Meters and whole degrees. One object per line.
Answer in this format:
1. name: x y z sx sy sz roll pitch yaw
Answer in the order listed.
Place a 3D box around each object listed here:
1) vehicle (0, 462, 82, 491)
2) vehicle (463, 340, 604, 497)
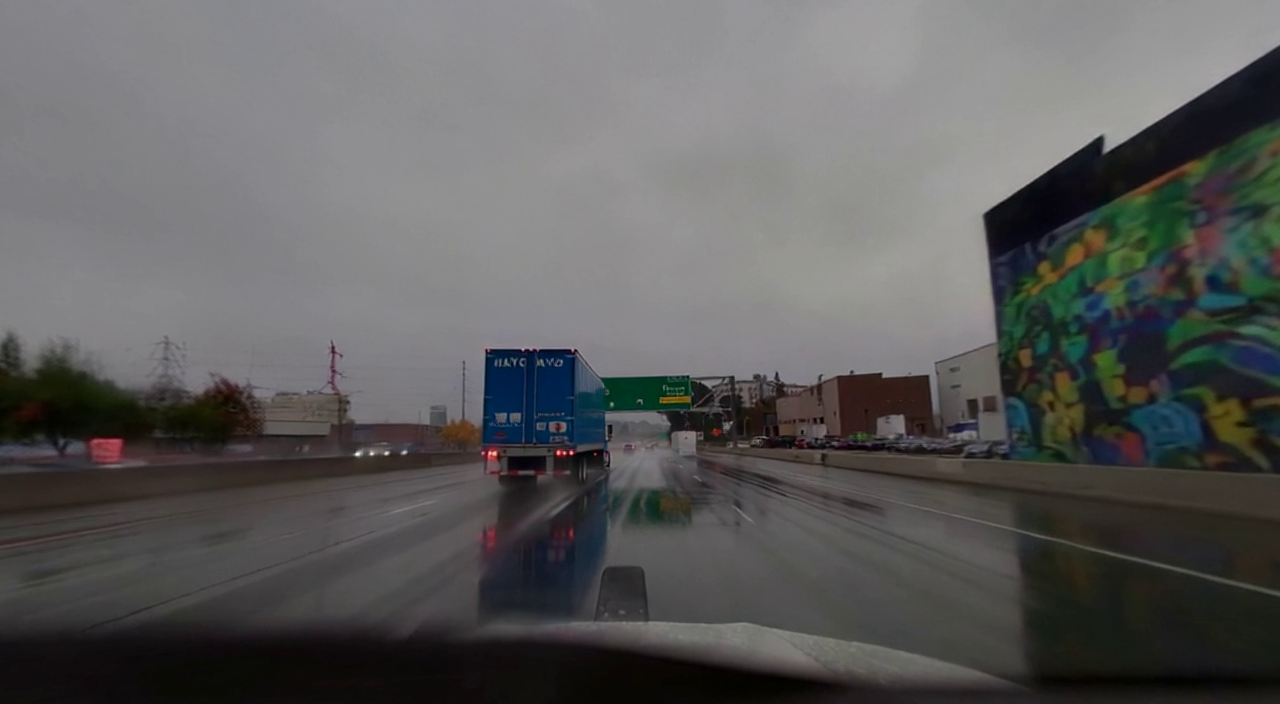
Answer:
1. vehicle: -35.919 7.341 37.432 1.687 1.430 4.239 0 -8 1
2. vehicle: -3.030 2.279 20.912 2.977 4.048 8.890 -1 -7 1
